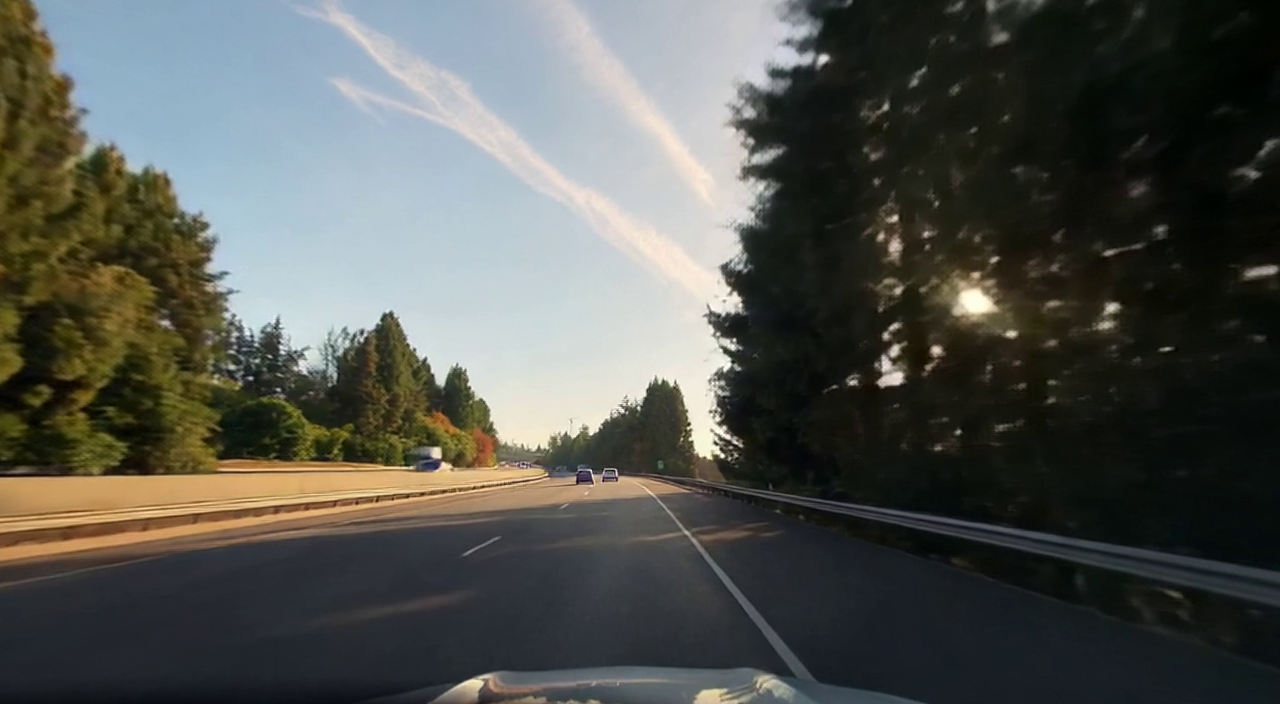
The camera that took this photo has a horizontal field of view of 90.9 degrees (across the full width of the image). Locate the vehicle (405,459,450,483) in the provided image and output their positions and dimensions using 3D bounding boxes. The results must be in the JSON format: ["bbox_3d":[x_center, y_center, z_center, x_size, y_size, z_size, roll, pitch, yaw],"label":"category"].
[{"bbox_3d":[-14.767,8.321,44.003,1.805,1.522,3.979,1,-11,-1],"label":"vehicle"}]
